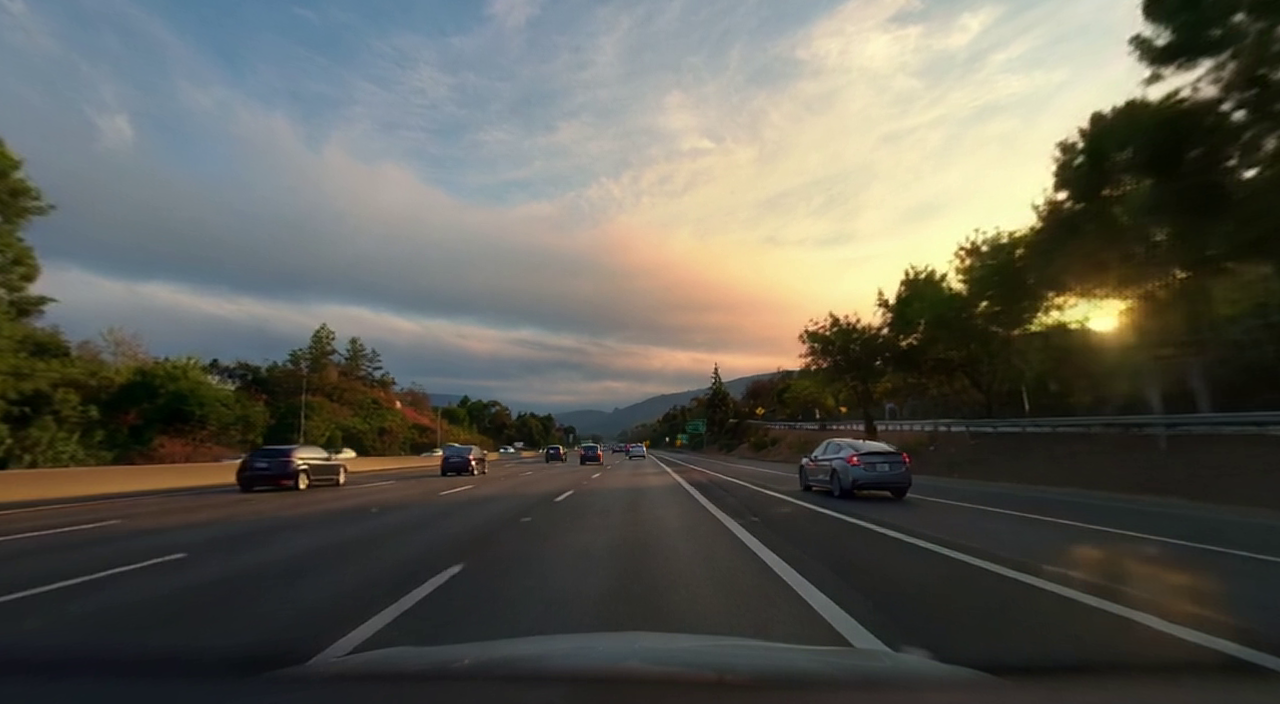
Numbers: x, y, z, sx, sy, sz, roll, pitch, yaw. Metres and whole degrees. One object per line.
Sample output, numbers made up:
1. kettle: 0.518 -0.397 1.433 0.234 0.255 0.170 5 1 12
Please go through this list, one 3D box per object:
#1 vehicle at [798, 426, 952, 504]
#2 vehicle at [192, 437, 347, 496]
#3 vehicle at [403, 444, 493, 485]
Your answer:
1. vehicle: 6.133 3.029 17.243 2.259 1.816 4.862 0 -9 -1
2. vehicle: -11.289 3.505 19.658 2.107 1.628 4.446 0 -9 0
3. vehicle: -7.483 4.428 25.136 2.071 1.486 4.703 0 -9 1
